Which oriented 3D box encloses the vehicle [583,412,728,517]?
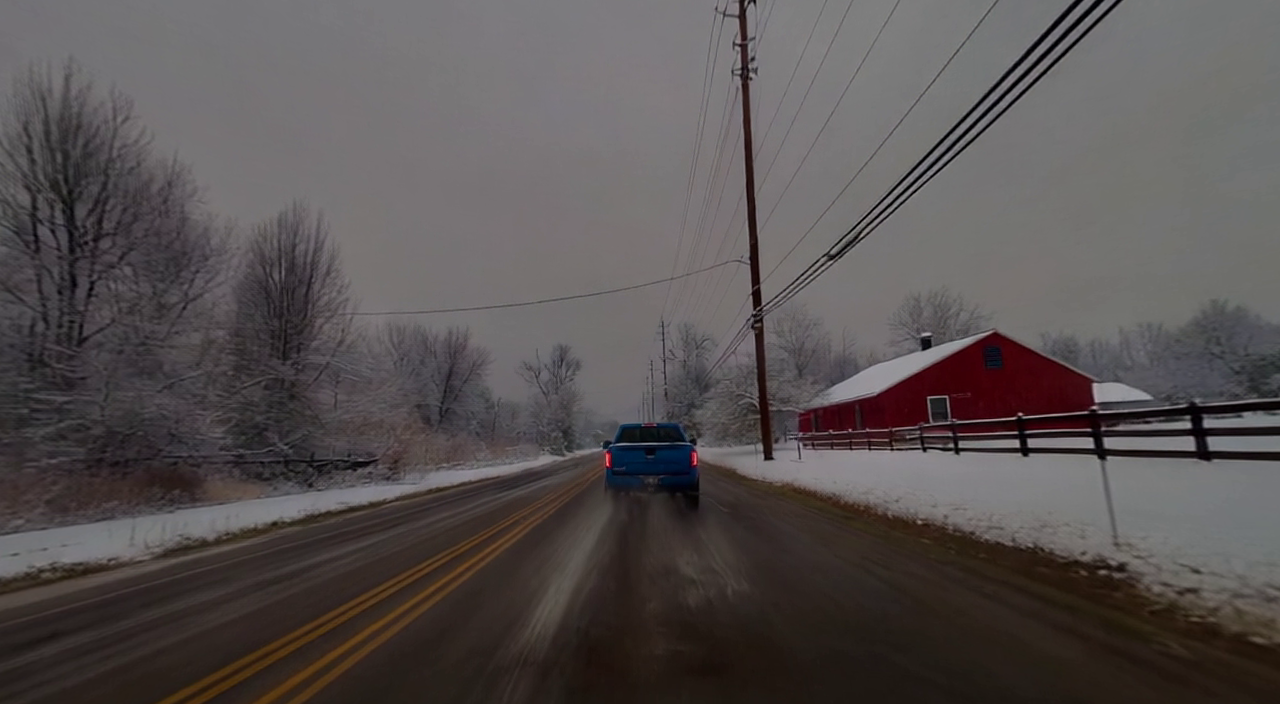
[{"bbox_3d":[0.242,2.563,14.972,2.693,1.941,6.356,0,-9,-1],"label":"vehicle"}]
